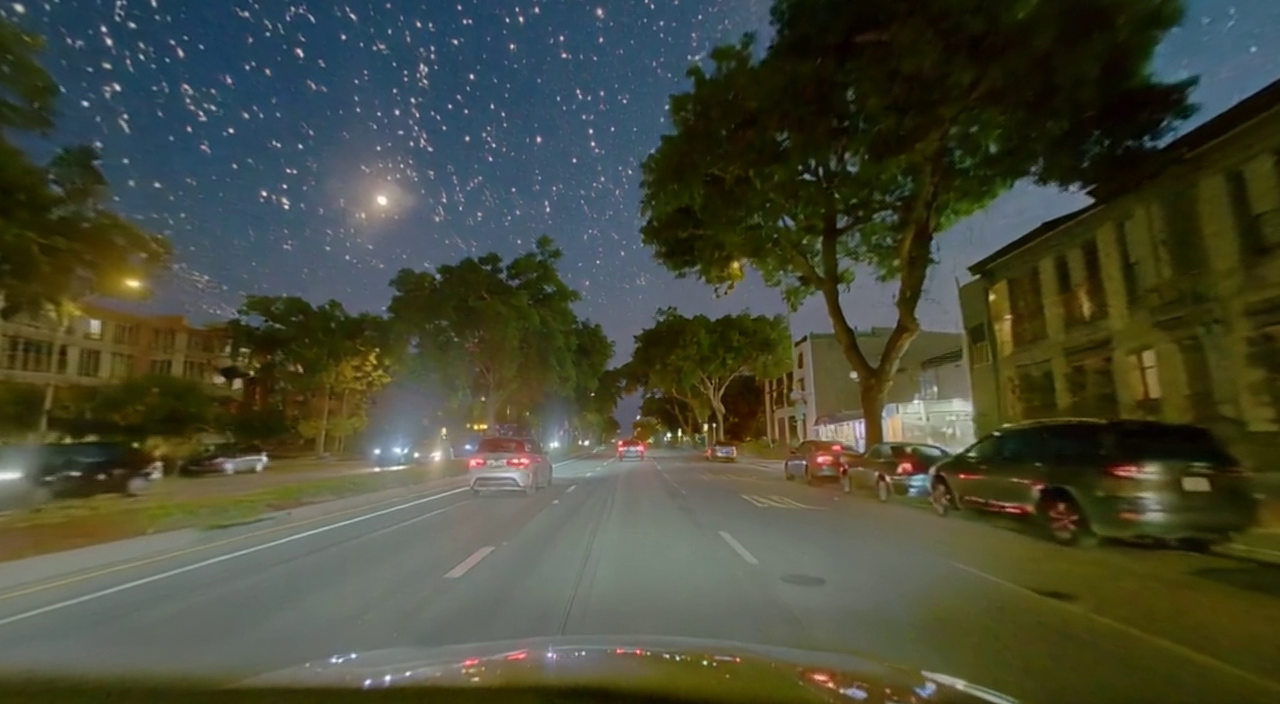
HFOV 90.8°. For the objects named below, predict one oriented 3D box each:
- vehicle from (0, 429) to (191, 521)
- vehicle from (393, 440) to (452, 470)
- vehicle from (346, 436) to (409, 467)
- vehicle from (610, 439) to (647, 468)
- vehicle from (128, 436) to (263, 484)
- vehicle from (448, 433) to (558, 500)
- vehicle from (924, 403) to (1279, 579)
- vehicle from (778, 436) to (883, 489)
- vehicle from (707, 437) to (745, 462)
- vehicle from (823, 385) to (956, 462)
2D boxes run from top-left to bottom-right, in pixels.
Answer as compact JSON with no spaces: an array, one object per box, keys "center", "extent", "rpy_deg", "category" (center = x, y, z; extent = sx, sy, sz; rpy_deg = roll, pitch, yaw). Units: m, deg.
[{"center":[-11.688,2.340,12.462],"extent":[1.972,1.533,5.024],"rpy_deg":[0,-8,0],"category":"vehicle"},{"center":[-11.682,5.536,34.236],"extent":[1.804,1.462,4.392],"rpy_deg":[0,-8,-2],"category":"vehicle"},{"center":[-16.782,6.359,40.650],"extent":[1.912,1.855,4.652],"rpy_deg":[-1,-8,3],"category":"vehicle"},{"center":[-0.610,5.738,36.024],"extent":[1.999,1.520,3.896],"rpy_deg":[-1,-8,0],"category":"vehicle"},{"center":[-16.810,4.093,24.223],"extent":[1.885,1.642,4.397],"rpy_deg":[-1,-8,1],"category":"vehicle"},{"center":[-3.455,2.965,16.855],"extent":[1.934,1.522,4.287],"rpy_deg":[-1,-8,1],"category":"vehicle"},{"center":[6.493,1.790,9.100],"extent":[2.375,1.786,5.078],"rpy_deg":[0,-8,-1],"category":"vehicle"},{"center":[6.314,3.683,21.513],"extent":[2.130,1.584,4.181],"rpy_deg":[0,-8,-2],"category":"vehicle"},{"center":[6.482,7.423,48.260],"extent":[2.206,1.803,5.753],"rpy_deg":[-1,-8,1],"category":"vehicle"},{"center":[17.801,5.510,47.332],"extent":[3.225,4.571,16.558],"rpy_deg":[-3,-8,0],"category":"vehicle"}]
